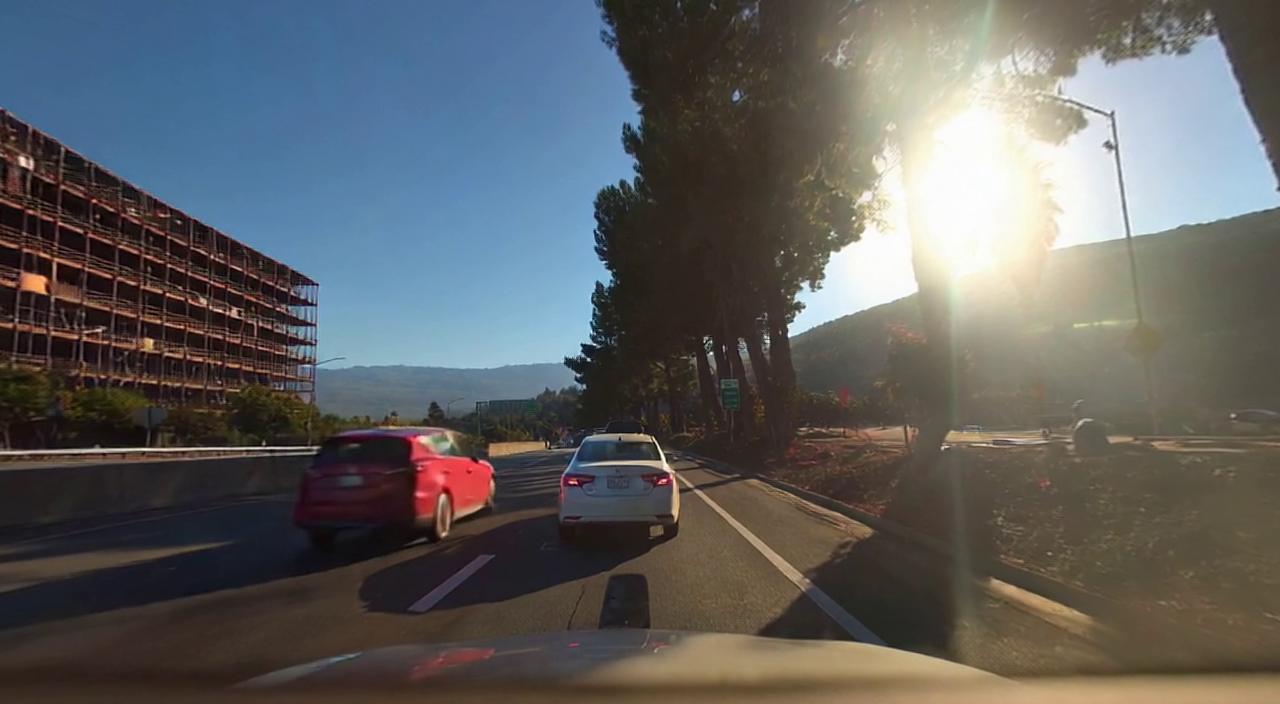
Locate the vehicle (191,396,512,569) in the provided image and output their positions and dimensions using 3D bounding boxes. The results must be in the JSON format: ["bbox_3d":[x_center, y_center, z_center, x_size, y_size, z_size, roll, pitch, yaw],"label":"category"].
[{"bbox_3d":[-3.269,1.591,8.388,2.139,1.680,4.344,0,-8,1],"label":"vehicle"}]

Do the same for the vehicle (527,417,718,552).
[{"bbox_3d":[-0.194,1.777,9.120,2.112,1.482,4.076,0,-8,0],"label":"vehicle"}]
